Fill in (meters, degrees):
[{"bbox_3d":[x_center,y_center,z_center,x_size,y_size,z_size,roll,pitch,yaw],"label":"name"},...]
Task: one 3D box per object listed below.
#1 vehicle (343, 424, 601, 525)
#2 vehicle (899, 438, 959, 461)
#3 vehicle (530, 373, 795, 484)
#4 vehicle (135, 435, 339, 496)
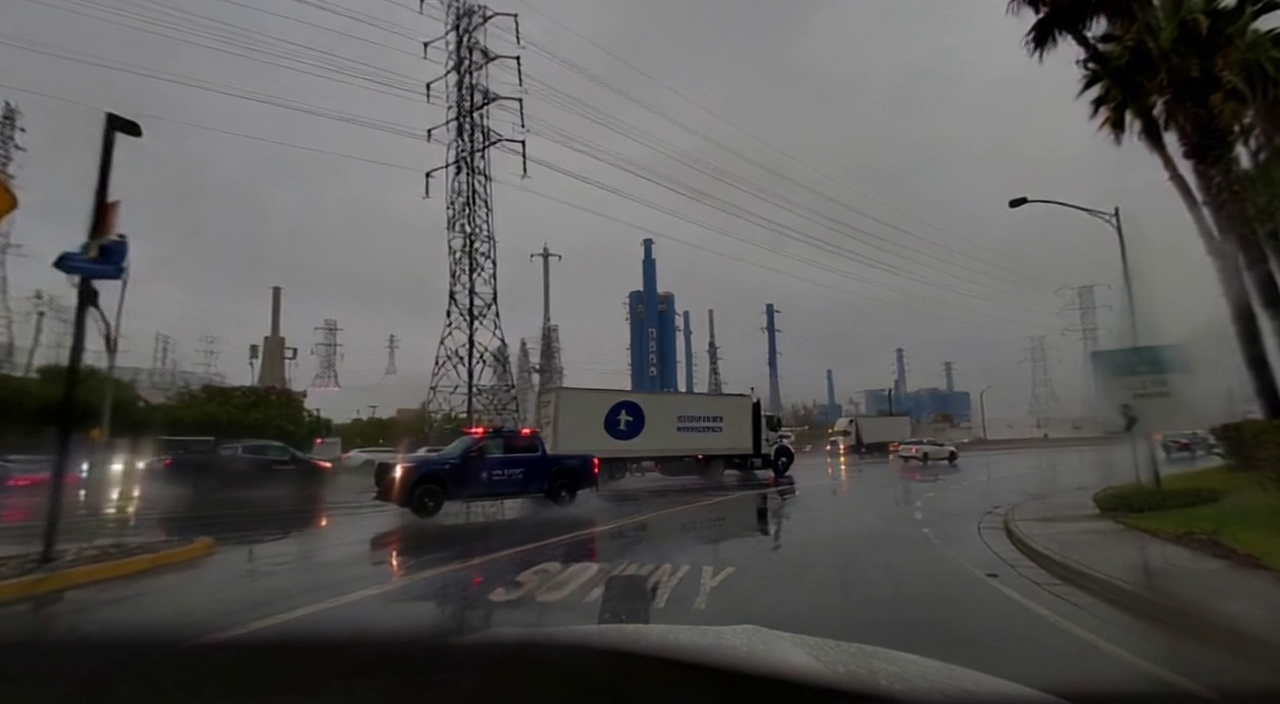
[{"bbox_3d":[-3.562,2.626,14.157,5.132,1.848,2.101,7,-11,-40],"label":"vehicle"},{"bbox_3d":[21.405,7.207,46.666,4.234,1.589,1.923,5,-10,-32],"label":"vehicle"},{"bbox_3d":[1.347,3.345,26.821,11.567,3.933,2.903,5,-10,-33],"label":"vehicle"},{"bbox_3d":[-14.421,4.034,22.945,5.866,1.950,2.266,6,-10,-34],"label":"vehicle"}]
